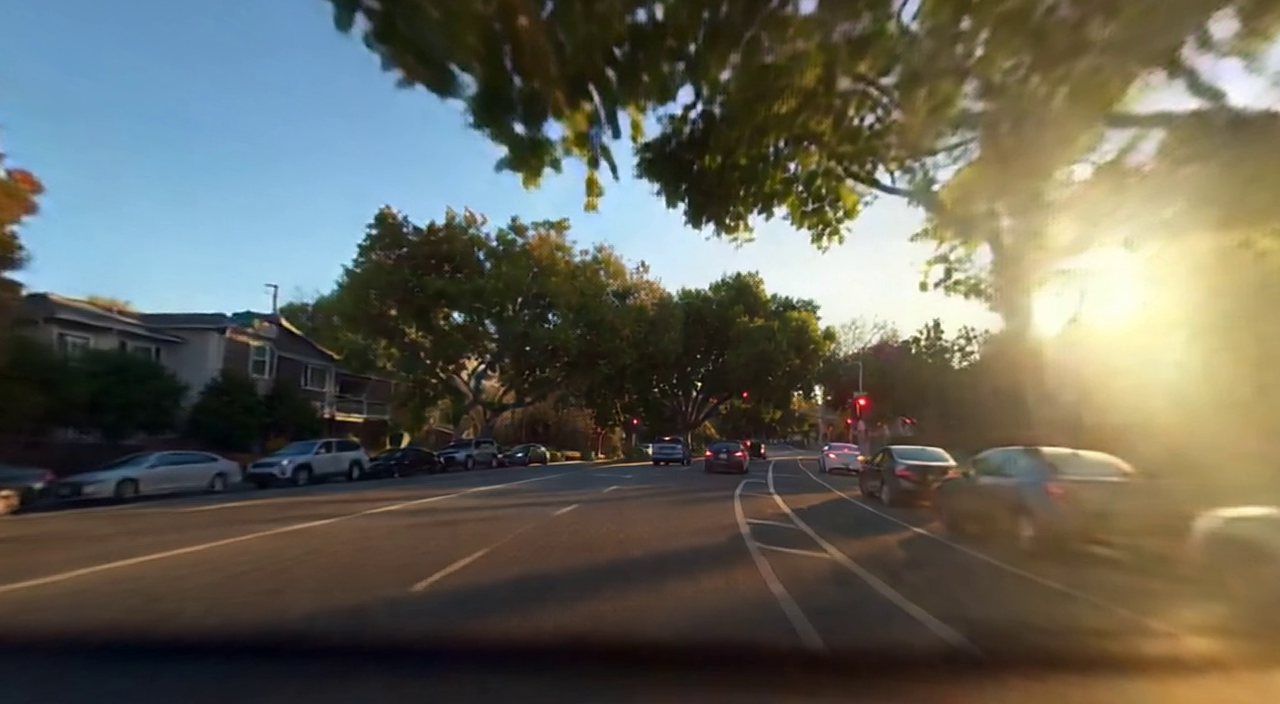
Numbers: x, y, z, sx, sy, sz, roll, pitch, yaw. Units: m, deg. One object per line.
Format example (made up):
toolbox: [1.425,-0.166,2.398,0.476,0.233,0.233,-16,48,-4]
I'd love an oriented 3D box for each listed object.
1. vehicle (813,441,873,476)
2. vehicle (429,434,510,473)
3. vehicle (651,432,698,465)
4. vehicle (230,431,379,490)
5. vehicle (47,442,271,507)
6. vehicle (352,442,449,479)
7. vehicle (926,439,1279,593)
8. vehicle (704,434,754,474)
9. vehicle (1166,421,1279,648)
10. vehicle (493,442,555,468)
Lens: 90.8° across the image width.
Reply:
vehicle: [9.452,4.958,29.834,2.104,1.489,4.962,-2,-9,11]
vehicle: [-8.825,5.285,33.202,2.115,1.853,4.745,-2,-9,12]
vehicle: [2.115,5.653,37.122,1.877,1.827,4.298,-2,-9,15]
vehicle: [-11.265,3.670,21.760,1.977,1.761,4.990,-1,-8,6]
vehicle: [-12.223,3.095,16.568,1.880,1.450,4.627,-1,-8,7]
vehicle: [-10.253,4.649,27.447,1.809,1.469,4.485,-2,-9,11]
vehicle: [5.614,1.898,8.335,1.807,1.436,4.535,0,-8,4]
vehicle: [4.174,4.657,29.175,1.852,1.680,4.488,-2,-9,13]
vehicle: [5.290,1.102,3.292,1.841,1.545,3.813,0,-8,2]
vehicle: [-7.065,6.324,39.029,1.782,1.472,4.744,-2,-9,16]
